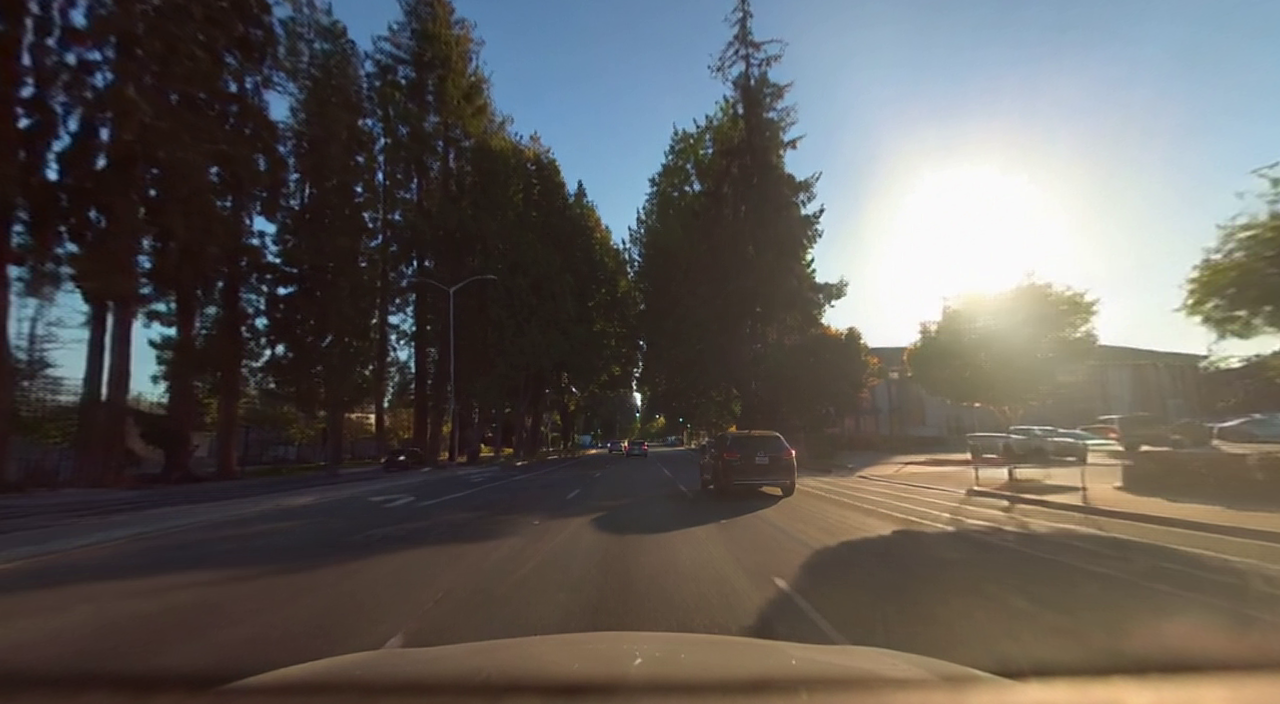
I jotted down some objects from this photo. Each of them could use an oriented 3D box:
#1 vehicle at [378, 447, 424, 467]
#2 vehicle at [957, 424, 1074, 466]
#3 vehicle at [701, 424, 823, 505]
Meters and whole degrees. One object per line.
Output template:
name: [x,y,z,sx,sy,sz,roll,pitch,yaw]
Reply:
vehicle: [-18.172,7.991,48.049,1.865,1.452,4.504,0,-8,-1]
vehicle: [17.386,4.347,29.508,2.131,1.782,5.183,0,-8,-2]
vehicle: [2.743,2.636,15.164,2.022,1.656,4.025,0,-8,-1]
